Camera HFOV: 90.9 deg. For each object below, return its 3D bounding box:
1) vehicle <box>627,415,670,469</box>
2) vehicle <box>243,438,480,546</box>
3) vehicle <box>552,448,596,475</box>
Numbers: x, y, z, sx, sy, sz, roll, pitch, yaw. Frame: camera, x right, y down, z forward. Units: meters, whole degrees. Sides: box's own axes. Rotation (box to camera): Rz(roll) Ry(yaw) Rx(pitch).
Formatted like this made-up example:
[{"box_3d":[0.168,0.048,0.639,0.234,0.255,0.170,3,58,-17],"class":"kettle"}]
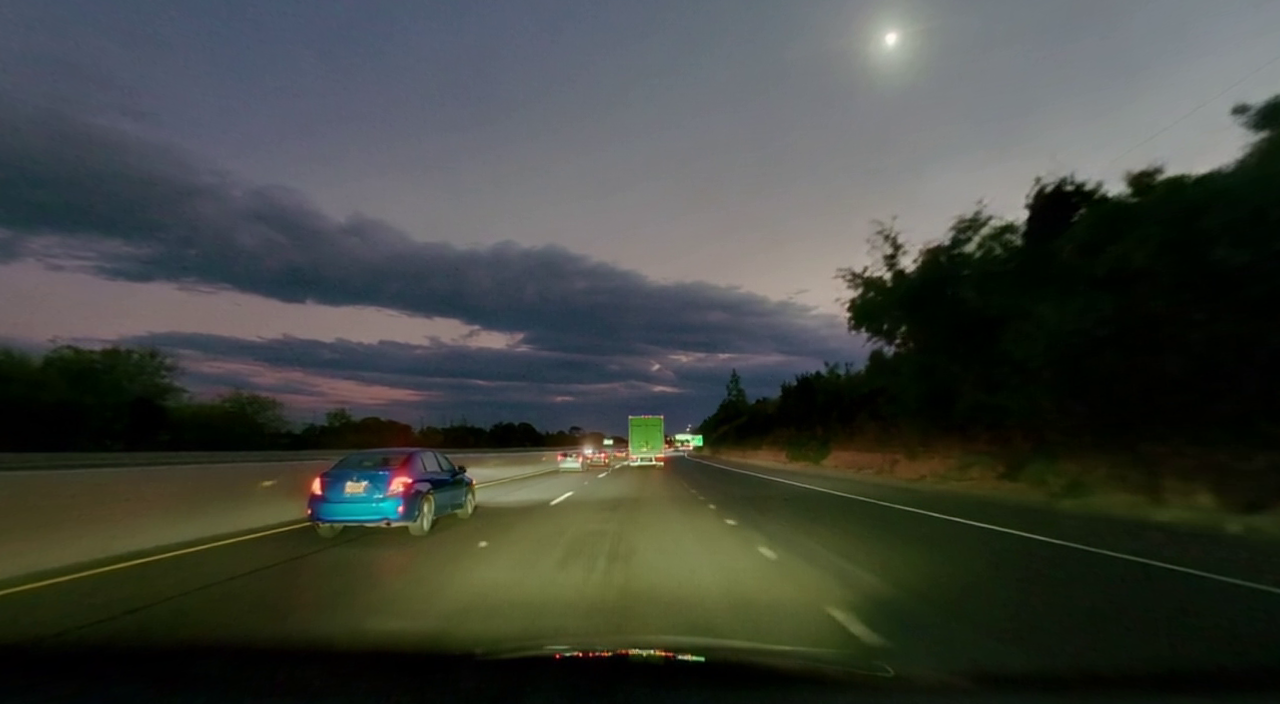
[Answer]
[{"box_3d":[0.556,6.830,47.586,2.893,3.628,9.081,0,-9,0],"class":"vehicle"},{"box_3d":[-4.392,2.269,10.898,2.010,1.461,4.391,0,-9,1],"class":"vehicle"},{"box_3d":[-3.761,6.326,36.631,1.981,1.435,4.199,0,-9,1],"class":"vehicle"}]
